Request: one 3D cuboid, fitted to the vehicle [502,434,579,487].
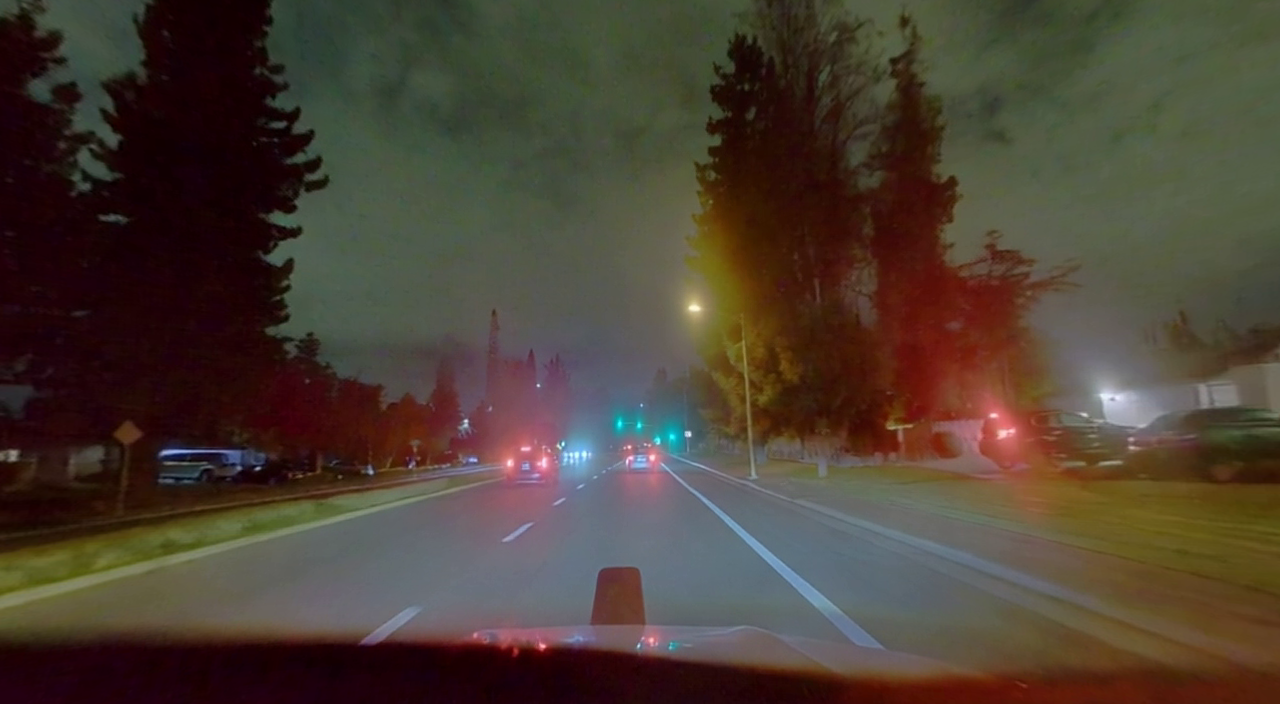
[{"bbox_3d":[-3.591,4.005,23.725,2.157,1.771,4.452,0,-8,0],"label":"vehicle"}]

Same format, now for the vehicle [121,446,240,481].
[{"bbox_3d":[-27.656,6.708,38.170,5.466,1.963,2.174,0,-8,0],"label":"vehicle"}]

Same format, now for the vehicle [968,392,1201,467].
[{"bbox_3d":[15.599,2.767,22.498,6.374,2.098,2.415,-4,-8,-1],"label":"vehicle"}]

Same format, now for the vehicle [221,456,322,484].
[{"bbox_3d":[-21.933,7.007,37.733,4.792,1.551,1.931,0,-8,-1],"label":"vehicle"}]

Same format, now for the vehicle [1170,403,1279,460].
[{"bbox_3d":[17.880,2.196,17.429,4.522,1.495,2.071,-1,-8,4],"label":"vehicle"}]

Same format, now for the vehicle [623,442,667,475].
[{"bbox_3d":[0.257,5.265,31.564,2.062,1.518,3.901,0,-8,0],"label":"vehicle"}]
